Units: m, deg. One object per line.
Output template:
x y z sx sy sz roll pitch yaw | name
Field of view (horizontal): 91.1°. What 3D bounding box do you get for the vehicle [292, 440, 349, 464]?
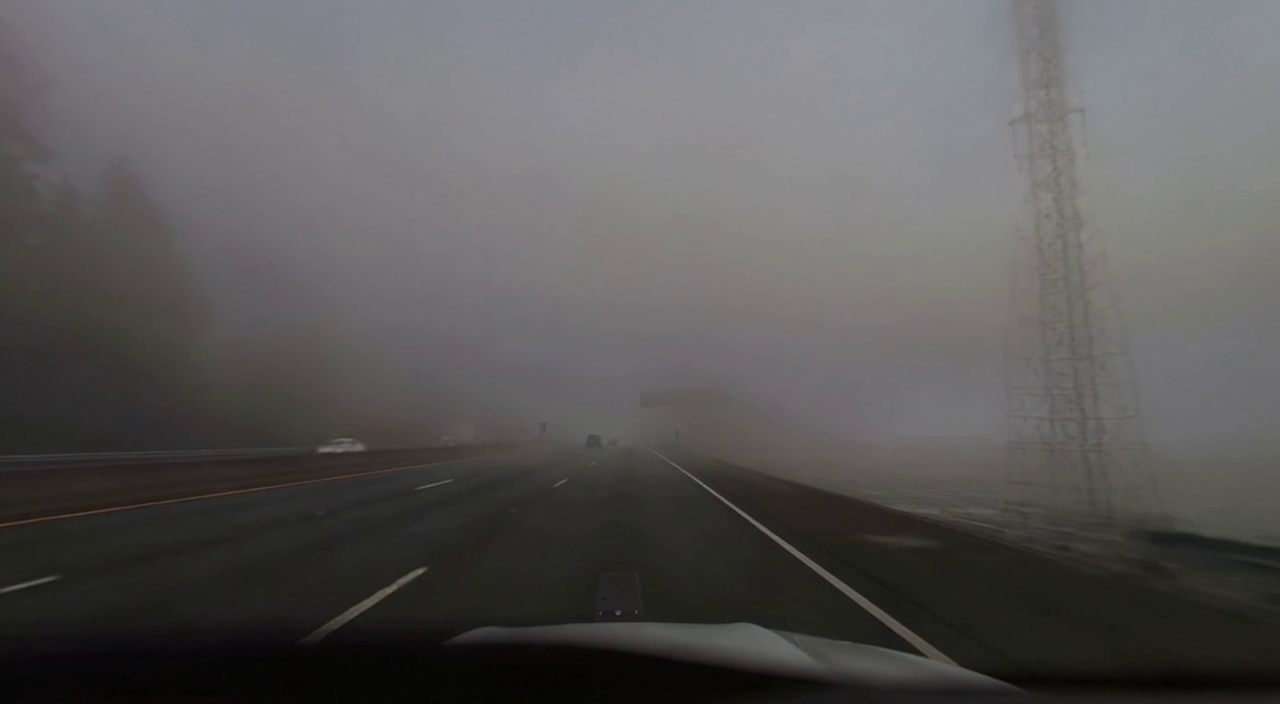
-20.900 6.518 41.252 1.743 1.499 3.723 0 -8 0 | vehicle
